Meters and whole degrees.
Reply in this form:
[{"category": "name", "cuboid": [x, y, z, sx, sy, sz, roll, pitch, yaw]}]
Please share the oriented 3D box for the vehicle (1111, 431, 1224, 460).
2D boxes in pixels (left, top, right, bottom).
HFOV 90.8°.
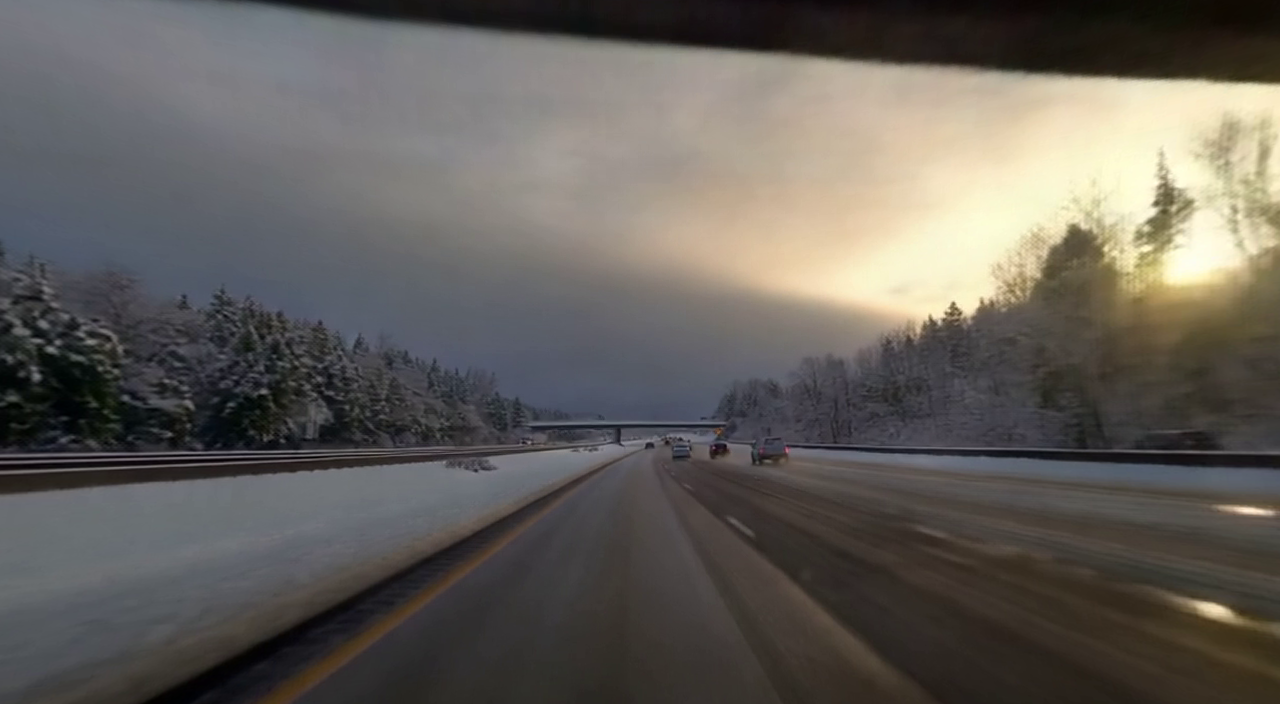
[{"category": "vehicle", "cuboid": [29.275, 5.218, 35.324, 1.967, 1.491, 4.970, 0, -9, -1]}]
